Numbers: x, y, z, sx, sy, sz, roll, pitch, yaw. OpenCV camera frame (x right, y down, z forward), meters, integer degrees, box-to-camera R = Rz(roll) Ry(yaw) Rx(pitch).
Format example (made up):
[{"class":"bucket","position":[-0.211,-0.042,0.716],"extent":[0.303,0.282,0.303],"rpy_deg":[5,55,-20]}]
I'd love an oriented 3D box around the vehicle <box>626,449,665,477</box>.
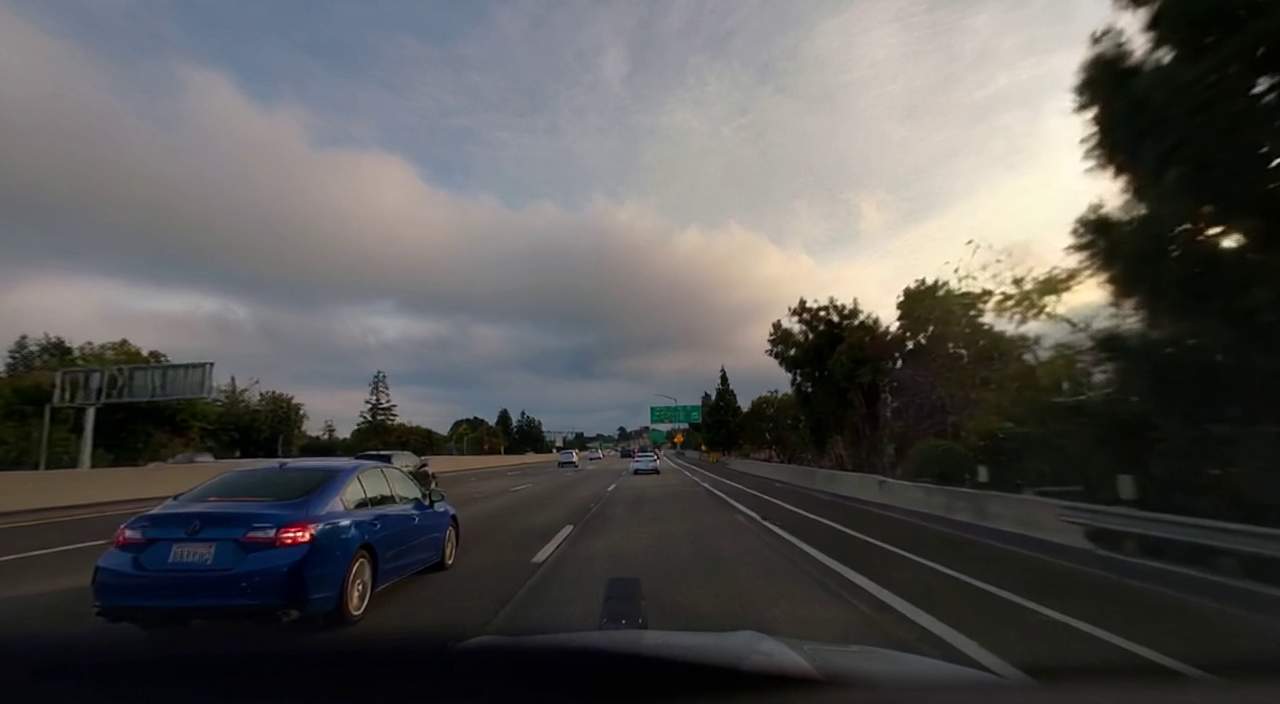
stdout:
[{"class":"vehicle","position":[0.284,6.149,35.154],"extent":[2.051,1.443,3.770],"rpy_deg":[0,-8,0]}]

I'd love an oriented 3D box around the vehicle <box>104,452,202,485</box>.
[{"class":"vehicle","position":[-26.706,6.365,34.816],"extent":[1.857,1.575,4.446],"rpy_deg":[0,-8,0]}]

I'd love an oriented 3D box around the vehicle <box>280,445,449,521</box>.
[{"class":"vehicle","position":[-6.378,3.036,15.292],"extent":[2.075,1.528,4.327],"rpy_deg":[0,-8,1]}]
